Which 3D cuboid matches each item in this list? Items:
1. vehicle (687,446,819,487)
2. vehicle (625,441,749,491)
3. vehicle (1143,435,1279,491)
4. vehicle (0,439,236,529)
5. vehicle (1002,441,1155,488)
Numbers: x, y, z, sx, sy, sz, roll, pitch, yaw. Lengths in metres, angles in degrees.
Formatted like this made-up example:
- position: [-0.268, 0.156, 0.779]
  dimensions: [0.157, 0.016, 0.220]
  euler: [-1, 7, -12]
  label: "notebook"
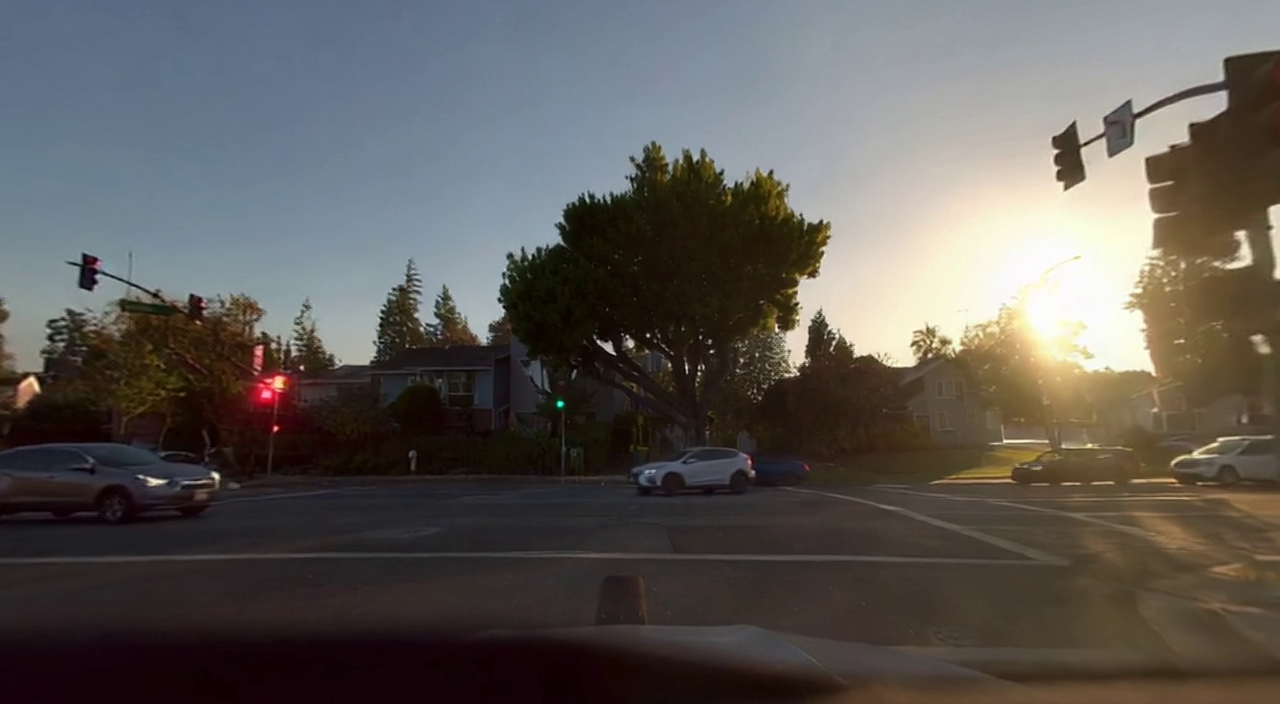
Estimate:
- position: [4.243, 4.360, 24.229]
  dimensions: [4.705, 1.486, 1.830]
  euler: [0, -8, 0]
  label: "vehicle"
- position: [1.437, 3.658, 20.462]
  dimensions: [3.815, 1.504, 1.790]
  euler: [0, -8, 0]
  label: "vehicle"
- position: [19.368, 3.538, 20.348]
  dimensions: [4.510, 1.673, 2.030]
  euler: [0, -8, 0]
  label: "vehicle"
- position: [-10.380, 2.291, 11.278]
  dimensions: [4.989, 1.442, 1.940]
  euler: [0, -8, 1]
  label: "vehicle"
- position: [16.586, 4.254, 24.060]
  dimensions: [4.326, 1.672, 1.903]
  euler: [0, -8, 0]
  label: "vehicle"
